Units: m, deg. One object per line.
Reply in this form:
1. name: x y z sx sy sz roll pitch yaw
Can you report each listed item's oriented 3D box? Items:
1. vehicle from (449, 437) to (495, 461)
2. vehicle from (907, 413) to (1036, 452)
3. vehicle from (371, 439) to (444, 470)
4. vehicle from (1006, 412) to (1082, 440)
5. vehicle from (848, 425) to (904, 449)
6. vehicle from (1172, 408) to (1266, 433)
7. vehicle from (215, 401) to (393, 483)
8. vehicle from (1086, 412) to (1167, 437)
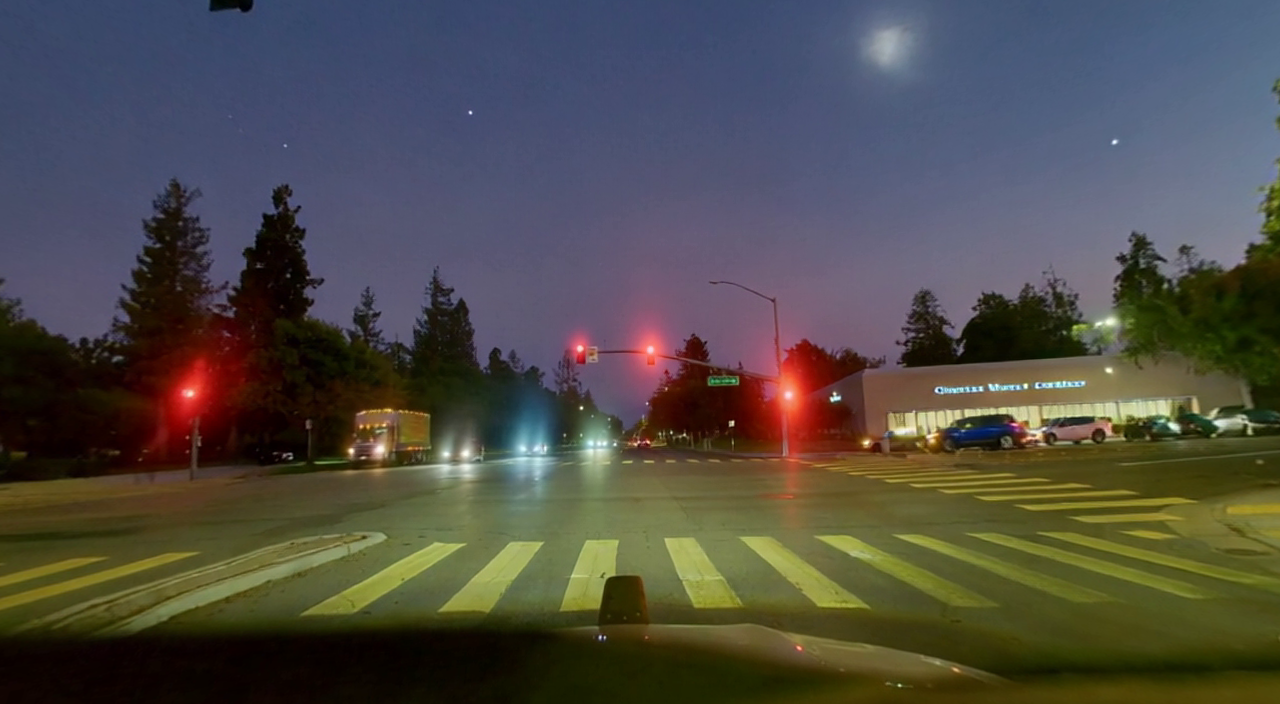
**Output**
1. vehicle: -12.426 7.214 46.807 2.181 1.653 4.468 0 -8 0
2. vehicle: 14.620 3.583 27.969 4.566 1.670 2.000 0 -8 -2
3. vehicle: -12.041 5.342 33.042 1.996 1.482 4.772 0 -8 0
4. vehicle: 26.331 4.877 41.278 2.011 1.656 4.163 0 -8 -3
5. vehicle: 17.279 6.245 46.243 3.329 1.415 1.821 -6 -9 2
6. vehicle: 38.368 4.614 41.951 1.715 1.480 4.701 0 -8 -1
7. vehicle: -16.563 4.665 32.564 3.161 3.455 11.058 0 -8 0
8. vehicle: 31.385 4.730 40.801 1.823 1.480 4.003 0 -8 -4
